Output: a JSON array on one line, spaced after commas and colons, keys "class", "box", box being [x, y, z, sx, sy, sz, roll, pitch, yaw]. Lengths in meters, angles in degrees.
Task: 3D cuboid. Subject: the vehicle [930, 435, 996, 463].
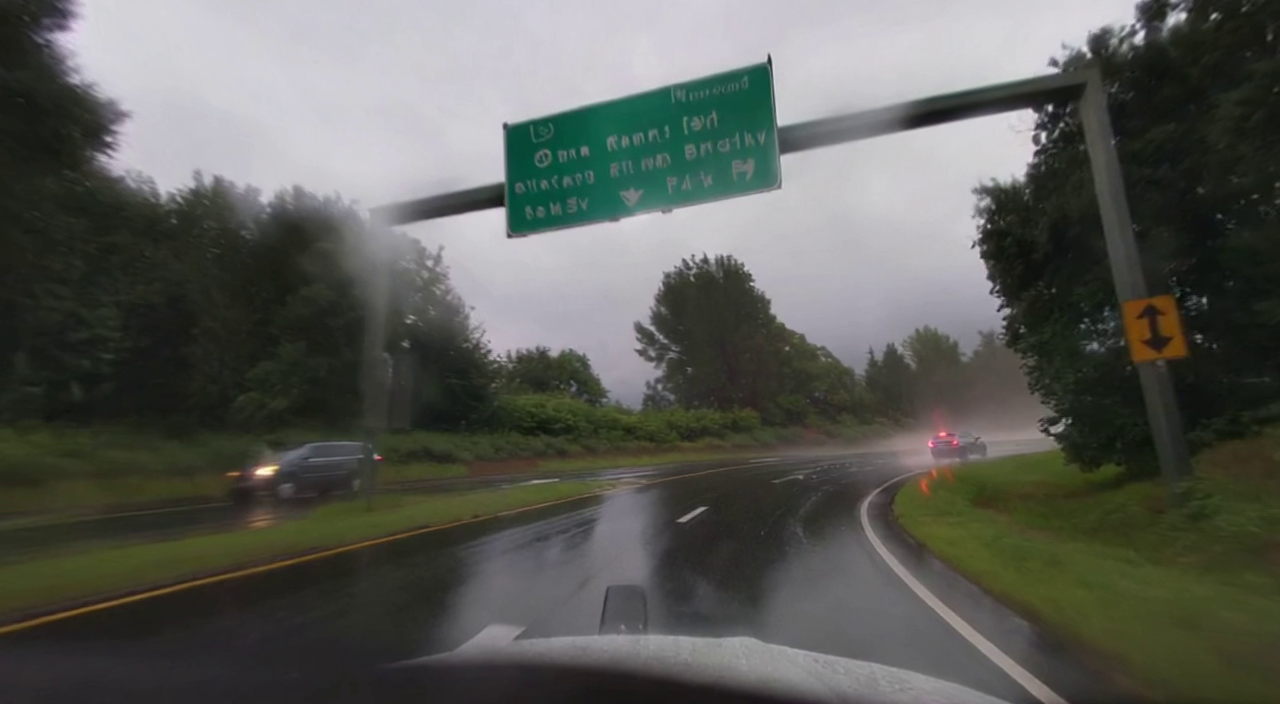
[{"class": "vehicle", "box": [17.645, 5.300, 34.340, 3.645, 1.427, 1.807, 7, -12, -39]}]

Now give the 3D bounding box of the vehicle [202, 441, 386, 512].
[{"class": "vehicle", "box": [-7.749, 2.784, 14.484, 1.704, 1.392, 3.351, -3, -10, 19]}]
